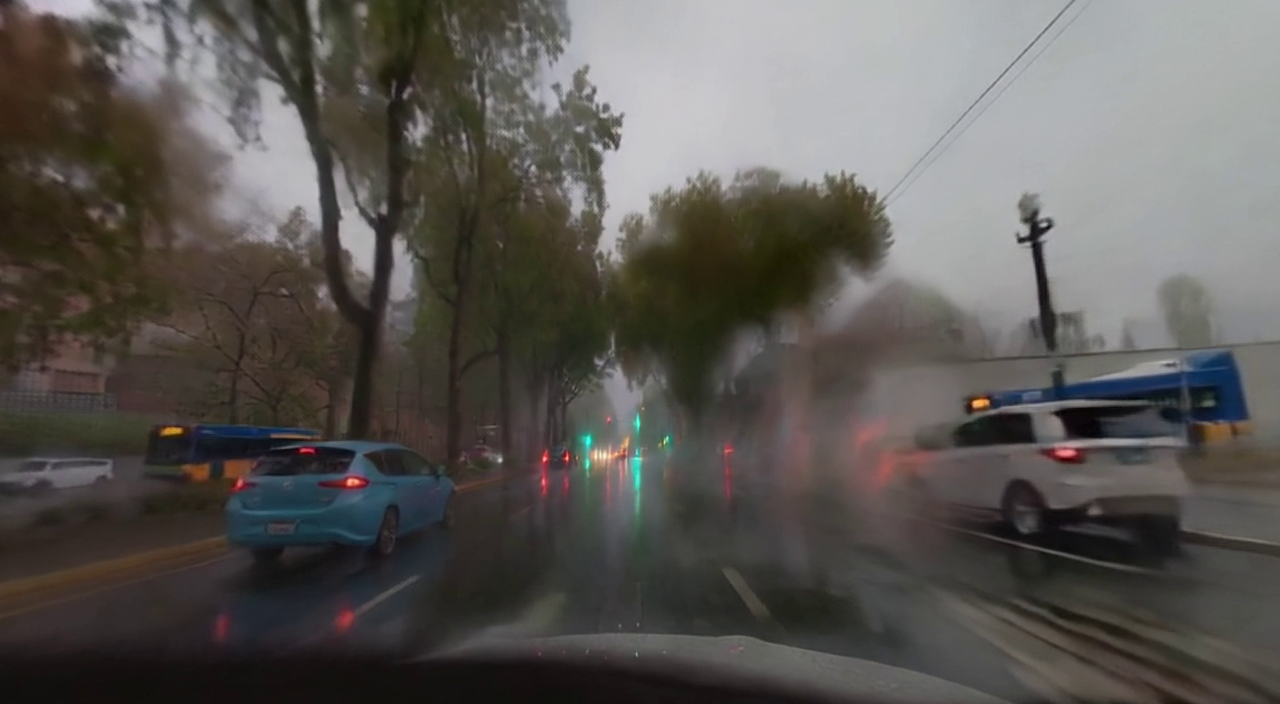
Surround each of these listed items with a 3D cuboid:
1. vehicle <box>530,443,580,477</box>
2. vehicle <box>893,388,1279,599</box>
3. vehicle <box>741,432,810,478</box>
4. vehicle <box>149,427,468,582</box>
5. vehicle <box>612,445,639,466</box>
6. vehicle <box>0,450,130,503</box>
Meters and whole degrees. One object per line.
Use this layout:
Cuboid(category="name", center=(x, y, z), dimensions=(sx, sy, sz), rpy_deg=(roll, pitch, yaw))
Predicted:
Cuboid(category="vehicle", center=(-4.200, 5.396, 31.799), dimensions=(1.934, 1.522, 4.287), rpy_deg=(-1, -9, 0))
Cuboid(category="vehicle", center=(5.935, 1.673, 8.598), dimensions=(2.390, 1.816, 6.050), rpy_deg=(0, -9, -1))
Cuboid(category="vehicle", center=(5.899, 4.535, 28.049), dimensions=(1.945, 1.829, 4.305), rpy_deg=(0, -9, -2))
Cuboid(category="vehicle", center=(-3.960, 1.872, 8.650), dimensions=(1.995, 1.524, 4.438), rpy_deg=(0, -9, -1))
Cuboid(category="vehicle", center=(-1.088, 7.981, 48.986), dimensions=(1.999, 1.520, 3.896), rpy_deg=(0, -9, -1))
Cuboid(category="vehicle", center=(-22.587, 4.632, 24.059), dimensions=(1.998, 1.770, 5.202), rpy_deg=(0, -9, -1))
